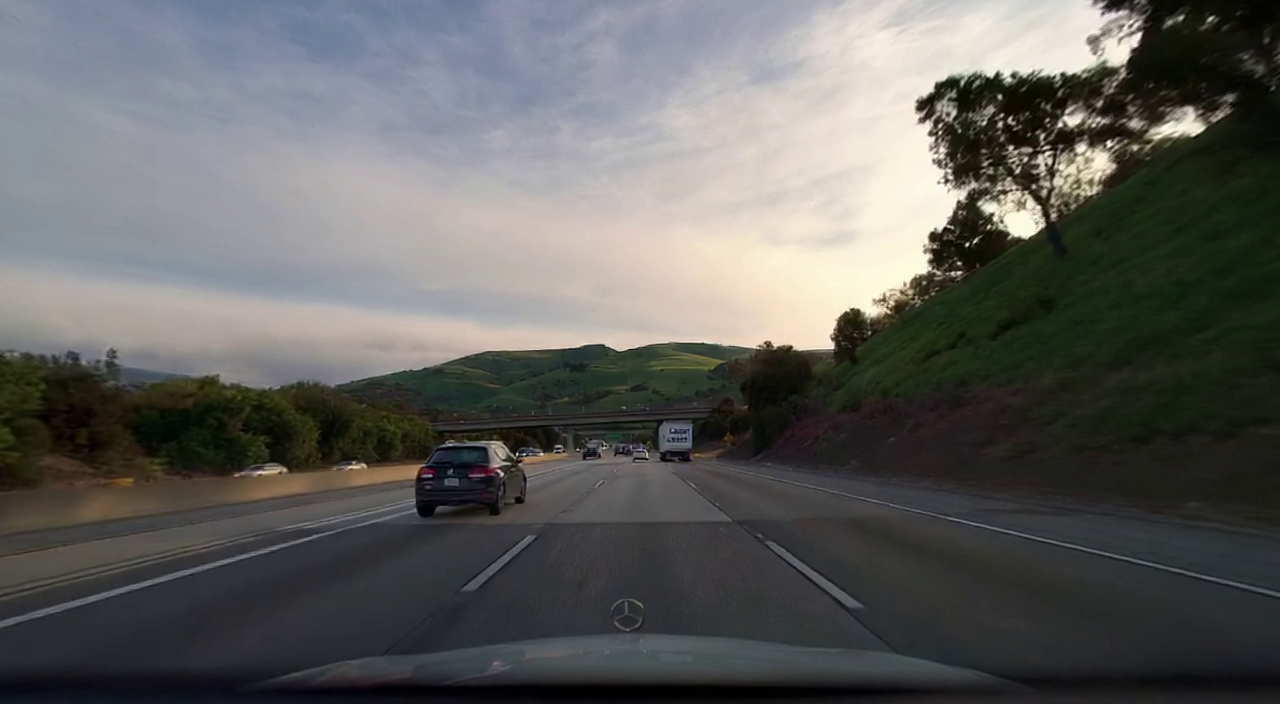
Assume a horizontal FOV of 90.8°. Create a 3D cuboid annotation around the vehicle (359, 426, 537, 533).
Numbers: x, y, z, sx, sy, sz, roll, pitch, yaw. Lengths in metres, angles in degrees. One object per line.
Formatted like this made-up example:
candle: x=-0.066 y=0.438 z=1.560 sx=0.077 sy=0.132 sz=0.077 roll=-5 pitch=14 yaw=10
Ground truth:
vehicle: x=-3.354 y=2.334 z=12.071 sx=2.052 sy=1.654 sz=4.303 roll=0 pitch=-9 yaw=0
